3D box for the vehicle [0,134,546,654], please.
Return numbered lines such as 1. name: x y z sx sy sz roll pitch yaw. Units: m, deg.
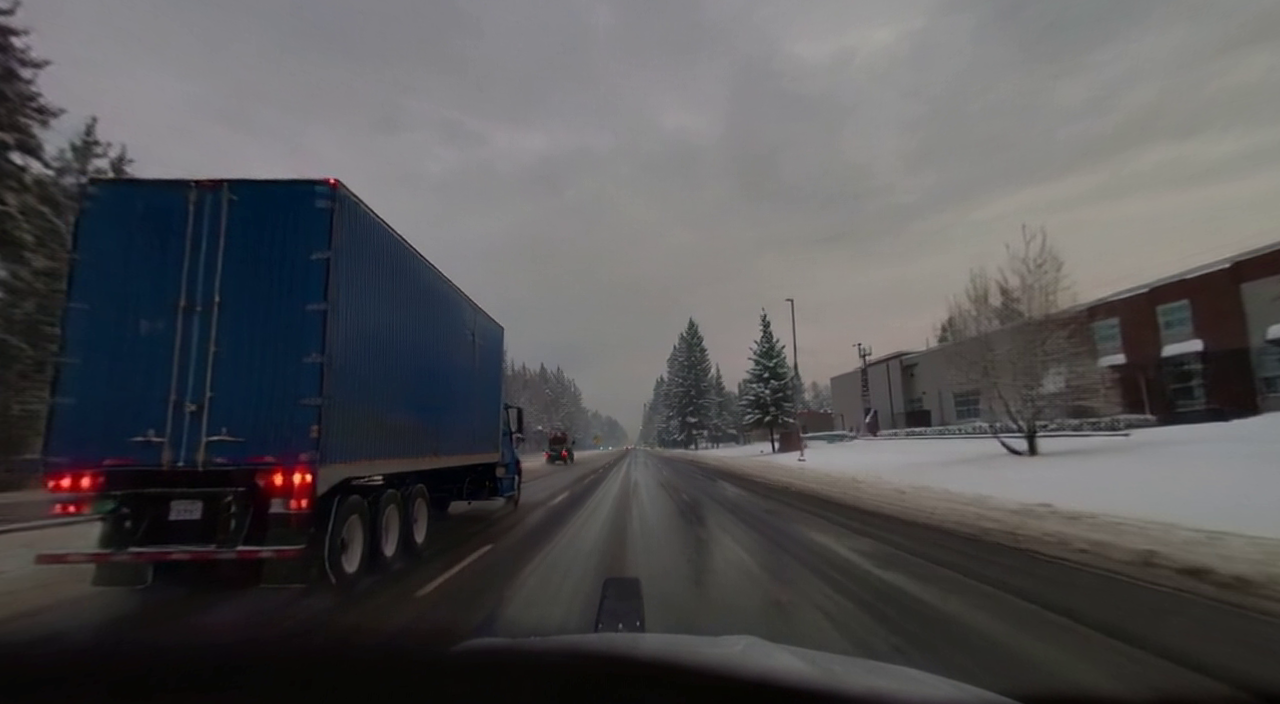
1. vehicle: -3.404 0.799 8.315 2.910 3.419 8.376 0 -8 1
